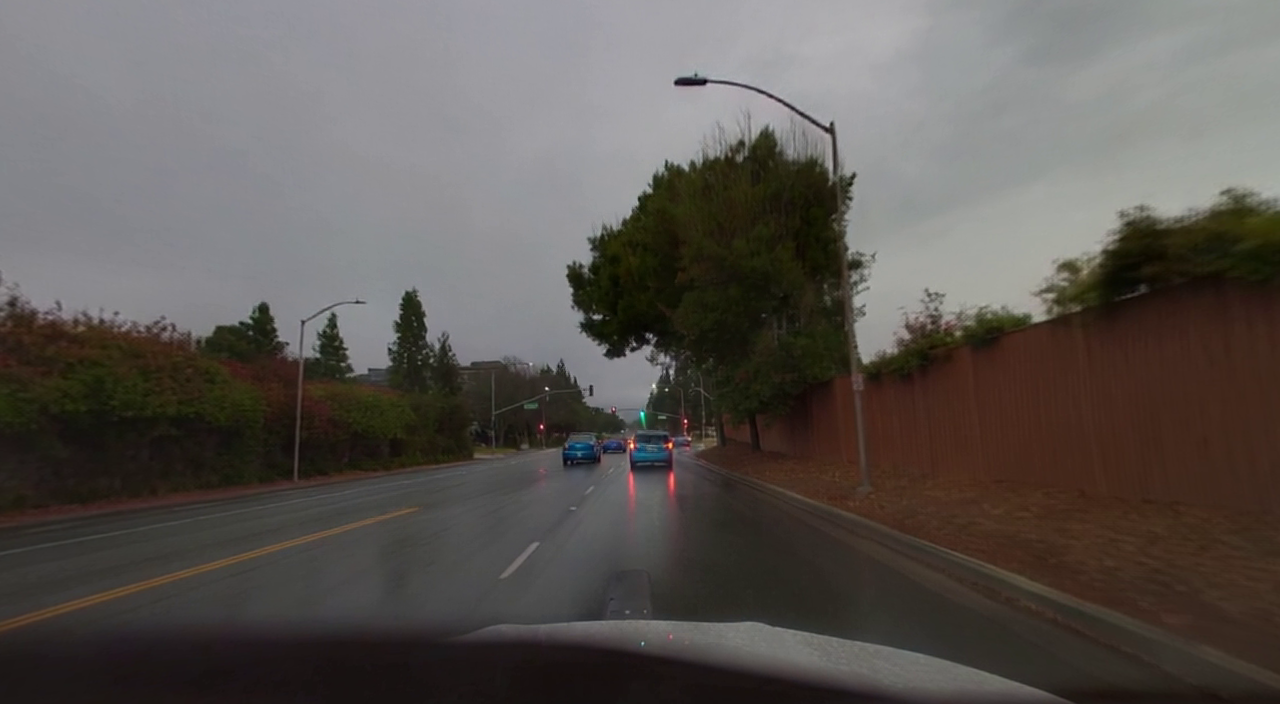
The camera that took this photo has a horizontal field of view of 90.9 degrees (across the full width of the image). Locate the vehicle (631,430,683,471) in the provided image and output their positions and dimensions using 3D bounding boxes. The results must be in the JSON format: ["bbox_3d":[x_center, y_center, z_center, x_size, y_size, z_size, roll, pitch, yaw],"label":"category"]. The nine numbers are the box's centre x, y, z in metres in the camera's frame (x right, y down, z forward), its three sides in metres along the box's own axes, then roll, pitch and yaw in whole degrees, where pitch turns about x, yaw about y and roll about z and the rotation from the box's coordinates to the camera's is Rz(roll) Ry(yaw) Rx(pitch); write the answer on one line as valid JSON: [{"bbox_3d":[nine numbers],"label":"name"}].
[{"bbox_3d":[0.698,4.320,27.764,2.127,1.665,3.993,0,-8,1],"label":"vehicle"}]

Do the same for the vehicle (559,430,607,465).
[{"bbox_3d":[-3.054,5.279,34.832,2.190,1.766,4.394,0,-8,1],"label":"vehicle"}]
